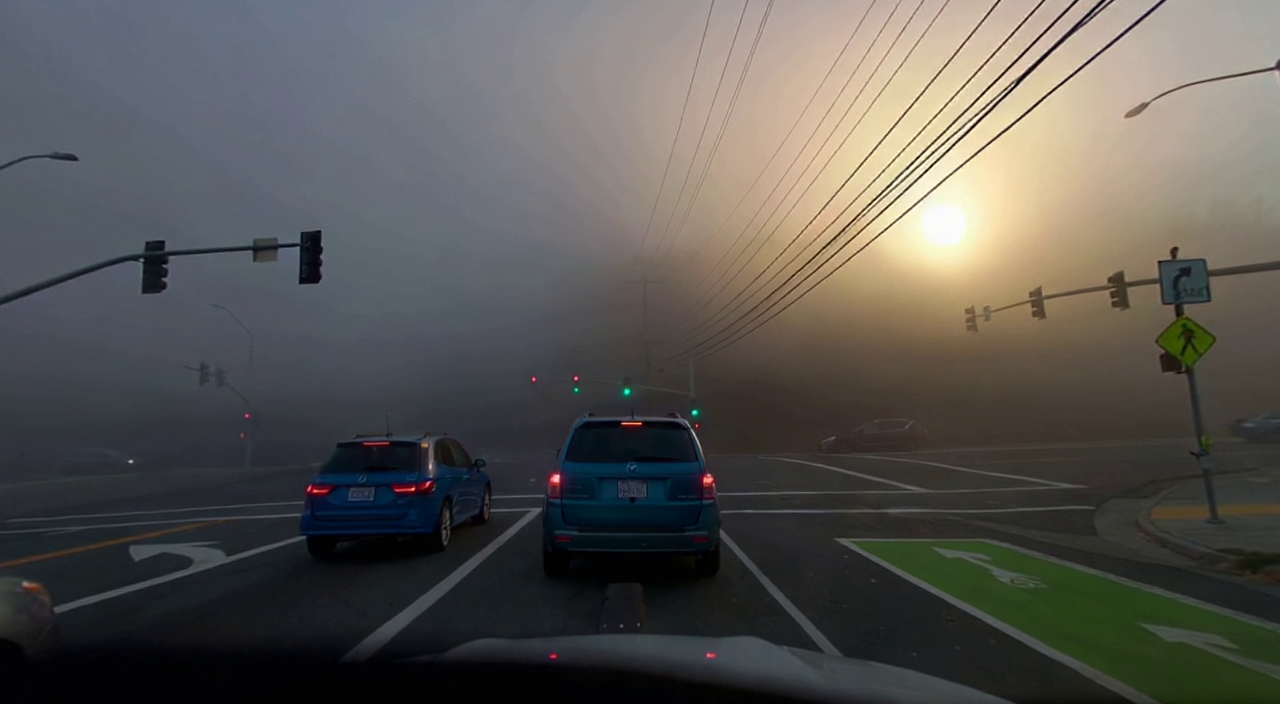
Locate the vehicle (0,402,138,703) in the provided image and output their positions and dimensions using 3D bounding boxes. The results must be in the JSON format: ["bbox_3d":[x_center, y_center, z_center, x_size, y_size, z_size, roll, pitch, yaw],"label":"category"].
[{"bbox_3d":[-3.350,0.658,0.436,1.928,1.488,4.936,0,-8,0],"label":"vehicle"}]

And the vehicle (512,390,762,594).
[{"bbox_3d":[-0.057,1.519,7.621,2.182,1.773,4.041,0,-8,-1],"label":"vehicle"}]

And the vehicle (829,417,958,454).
[{"bbox_3d":[13.832,4.609,34.837,6.143,1.944,2.229,-1,-8,5],"label":"vehicle"}]

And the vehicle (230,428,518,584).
[{"bbox_3d":[-2.930,1.760,8.005,1.969,1.486,3.702,0,-8,1],"label":"vehicle"}]
